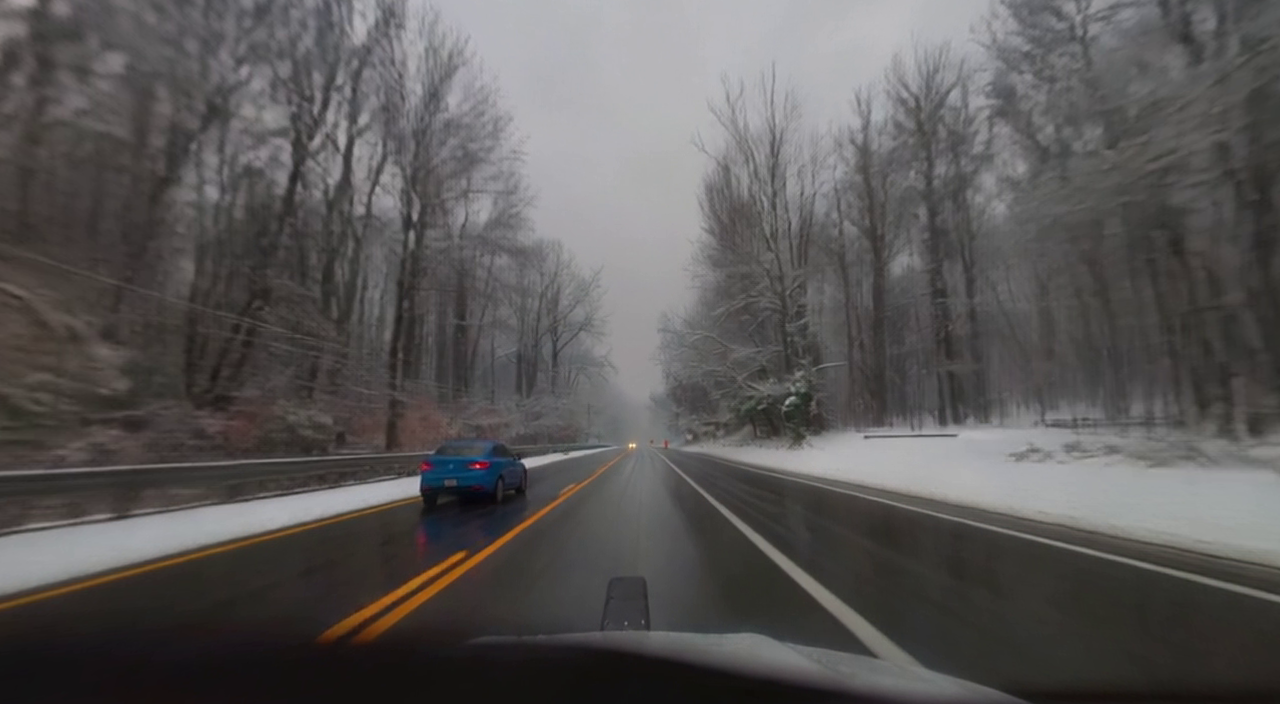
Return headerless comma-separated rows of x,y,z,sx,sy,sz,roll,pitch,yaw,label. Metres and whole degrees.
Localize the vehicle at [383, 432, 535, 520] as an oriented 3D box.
-3.509,2.462,13.057,1.902,1.505,4.016,0,-8,1,vehicle
